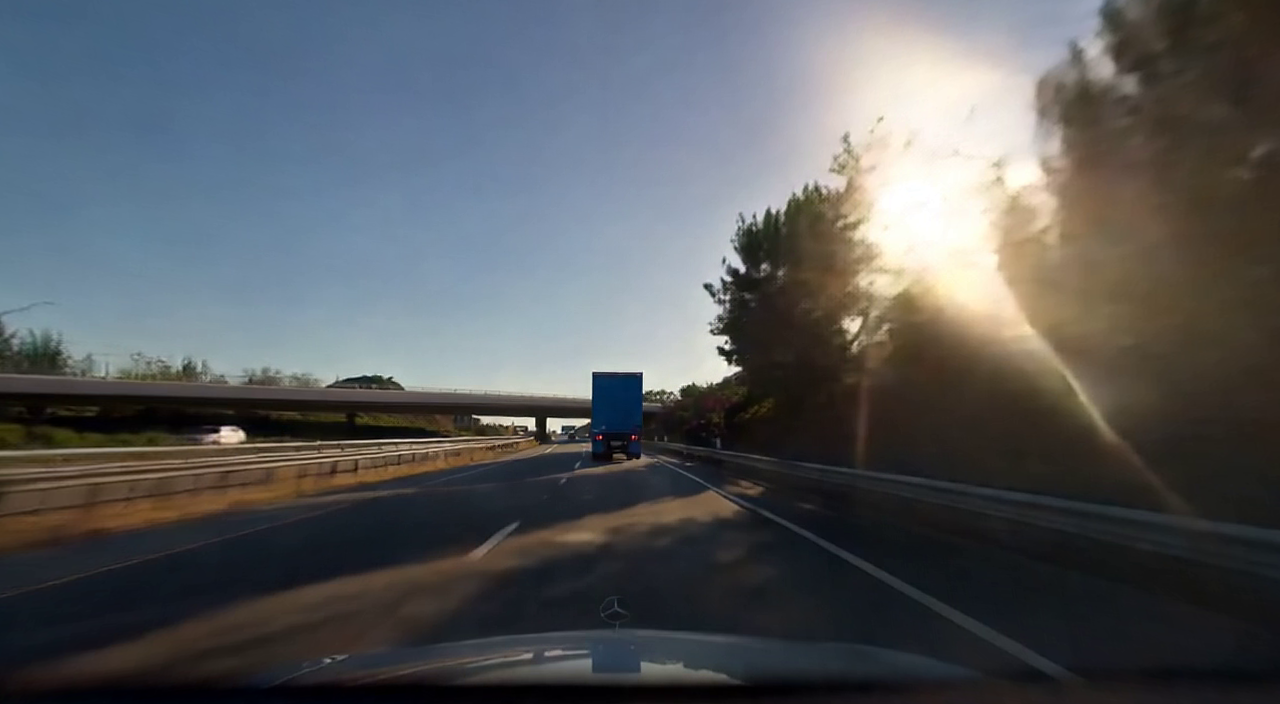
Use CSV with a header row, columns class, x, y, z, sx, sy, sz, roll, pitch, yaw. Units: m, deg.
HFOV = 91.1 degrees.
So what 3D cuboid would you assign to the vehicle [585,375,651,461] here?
class,x,y,z,sx,sy,sz,roll,pitch,yaw
vehicle,-1.261,3.747,34.258,3.023,3.965,10.402,0,-8,-3
